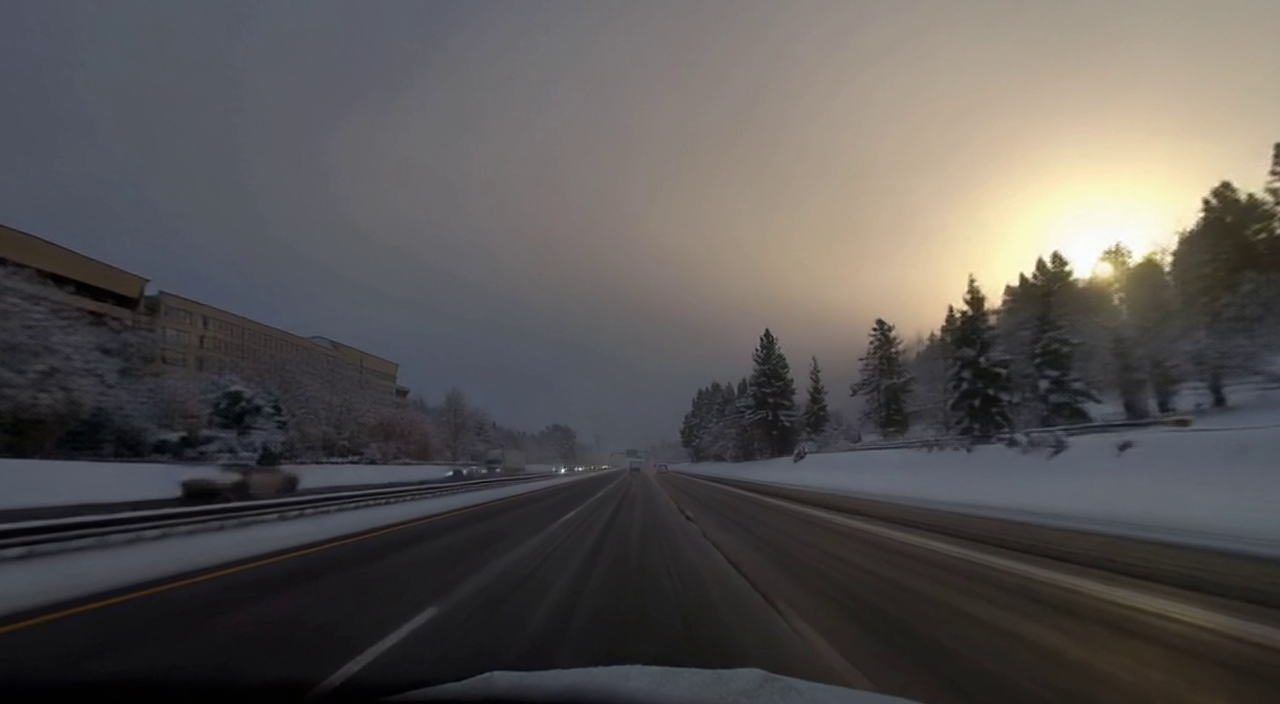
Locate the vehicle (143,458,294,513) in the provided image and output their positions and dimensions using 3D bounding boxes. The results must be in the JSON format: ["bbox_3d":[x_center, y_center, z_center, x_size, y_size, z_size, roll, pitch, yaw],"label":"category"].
[{"bbox_3d":[-12.781,4.068,19.461,1.866,1.469,3.952,1,-10,0],"label":"vehicle"}]
